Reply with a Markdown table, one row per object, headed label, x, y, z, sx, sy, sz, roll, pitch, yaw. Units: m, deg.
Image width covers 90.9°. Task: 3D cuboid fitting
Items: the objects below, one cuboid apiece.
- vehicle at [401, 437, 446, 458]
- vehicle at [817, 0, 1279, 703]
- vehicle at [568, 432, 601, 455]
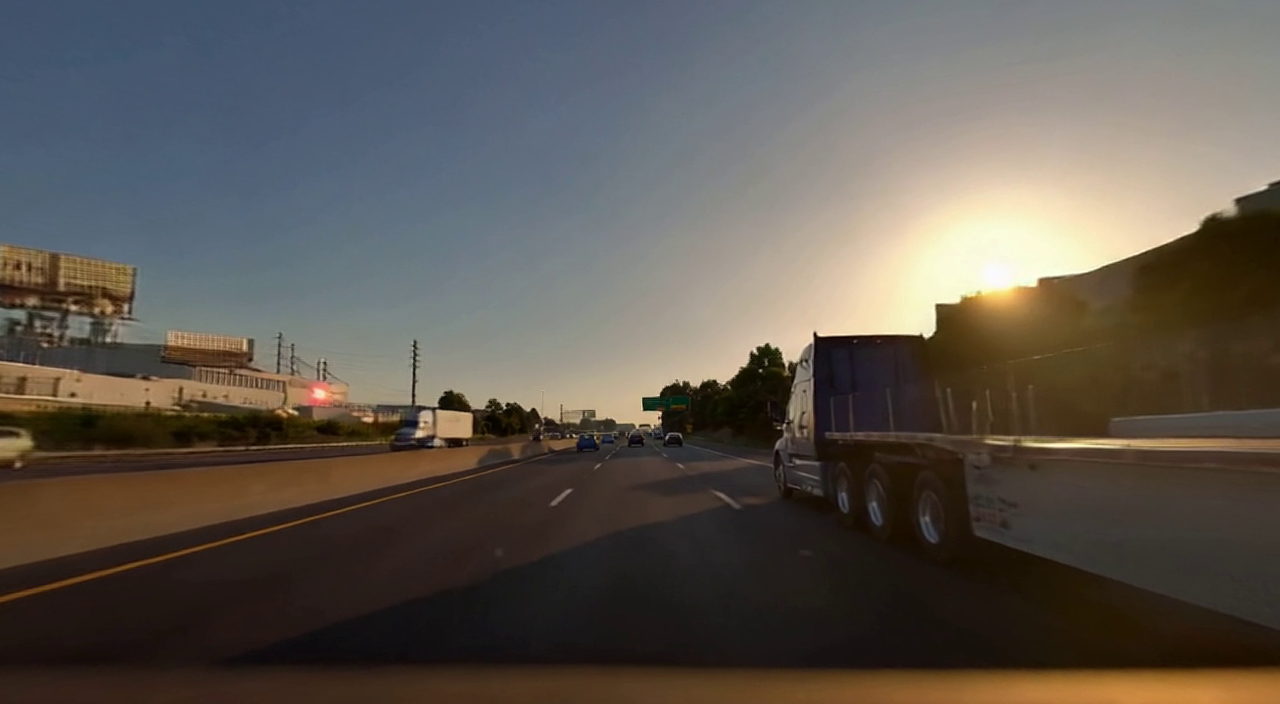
| label | x | y | z | sx | sy | sz | roll | pitch | yaw |
| --- | --- | --- | --- | --- | --- | --- | --- | --- | --- |
| vehicle | -15.736 | 6.944 | 46.088 | 1.861 | 1.460 | 3.997 | 0 | -8 | 0 |
| vehicle | 3.796 | -0.247 | 2.133 | 2.871 | 3.815 | 11.331 | 0 | -8 | -1 |
| vehicle | -3.739 | 6.196 | 42.820 | 1.930 | 1.484 | 3.849 | 0 | -8 | -1 |
